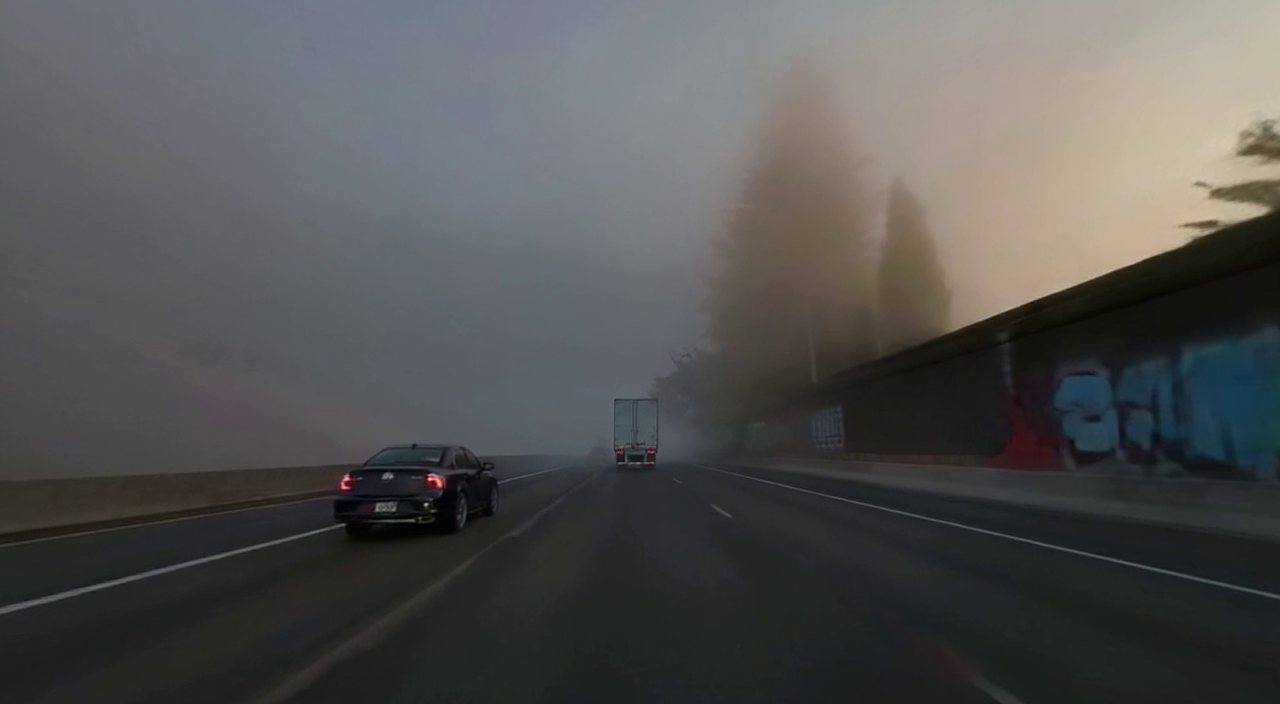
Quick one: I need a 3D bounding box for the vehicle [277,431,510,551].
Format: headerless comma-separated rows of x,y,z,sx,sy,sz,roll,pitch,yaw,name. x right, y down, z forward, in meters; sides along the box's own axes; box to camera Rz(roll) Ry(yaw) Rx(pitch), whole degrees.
-3.667,2.142,10.305,2.158,1.538,4.047,0,-9,0,vehicle

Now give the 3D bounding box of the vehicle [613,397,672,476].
-0.057,5.186,37.820,3.042,4.023,10.832,0,-9,-2,vehicle
